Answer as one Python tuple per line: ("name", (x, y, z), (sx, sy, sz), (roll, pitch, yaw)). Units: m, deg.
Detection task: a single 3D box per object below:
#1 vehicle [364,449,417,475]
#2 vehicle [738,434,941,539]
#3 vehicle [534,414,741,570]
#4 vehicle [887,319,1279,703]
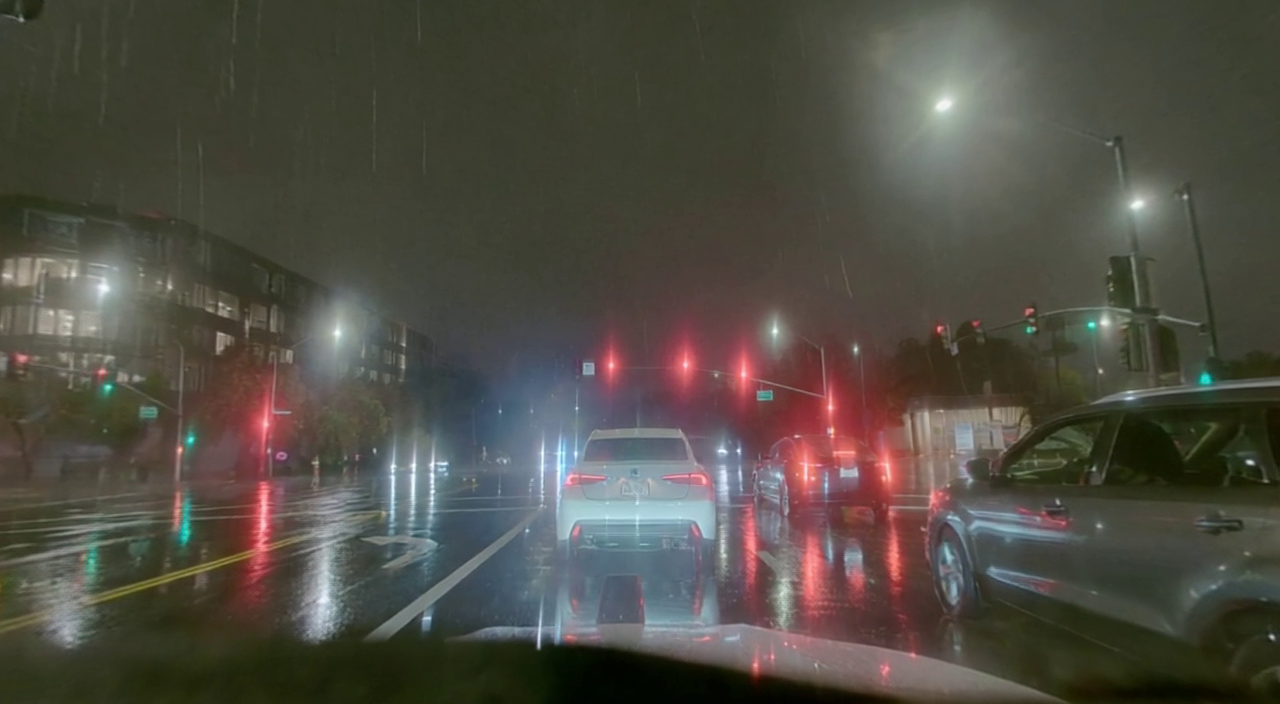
("vehicle", (-18.725, 8.261, 47.657), (2.026, 1.836, 4.726), (0, -8, 0))
("vehicle", (3.158, 2.218, 11.133), (2.001, 1.463, 4.398), (0, -8, -2))
("vehicle", (-0.073, 1.779, 8.758), (2.188, 1.637, 4.027), (0, -8, -1))
("vehicle", (2.997, 0.866, 2.660), (2.103, 1.701, 4.294), (0, -8, -1))
